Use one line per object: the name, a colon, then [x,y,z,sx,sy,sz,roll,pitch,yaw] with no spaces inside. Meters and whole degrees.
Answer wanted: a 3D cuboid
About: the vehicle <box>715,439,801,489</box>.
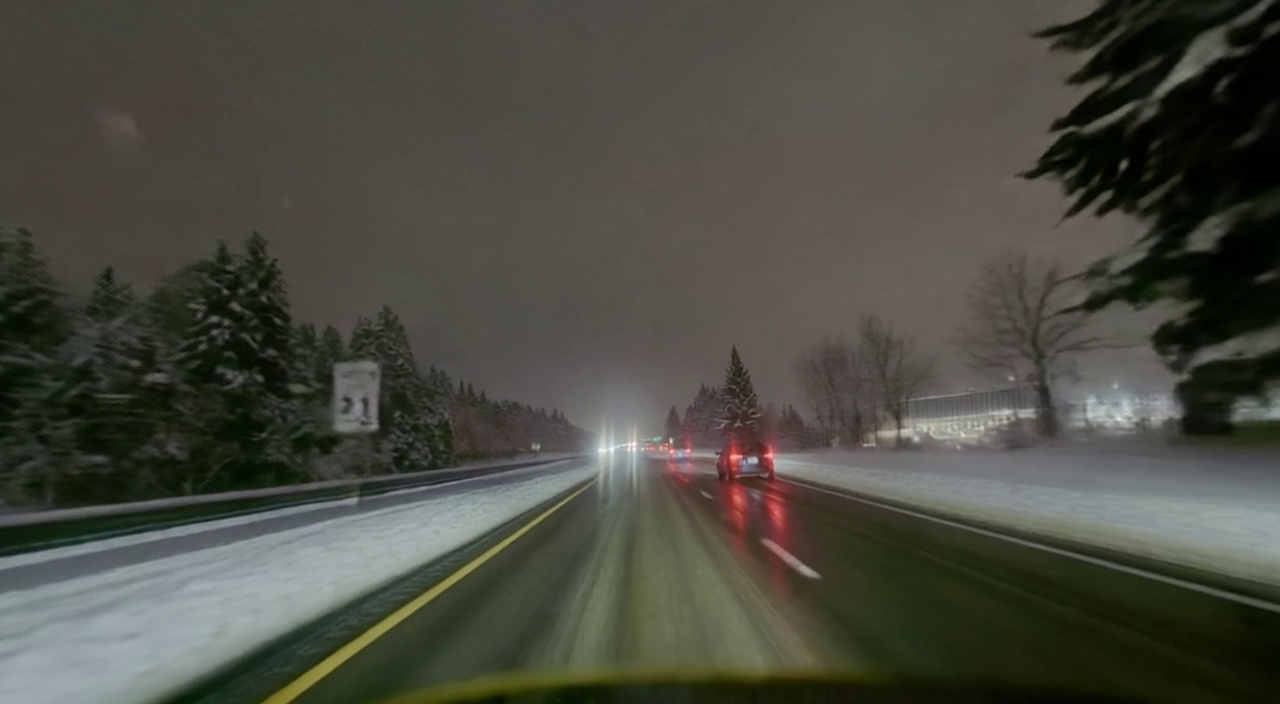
vehicle: [3.964,3.838,21.997,2.042,1.518,4.477,0,-8,-1]
